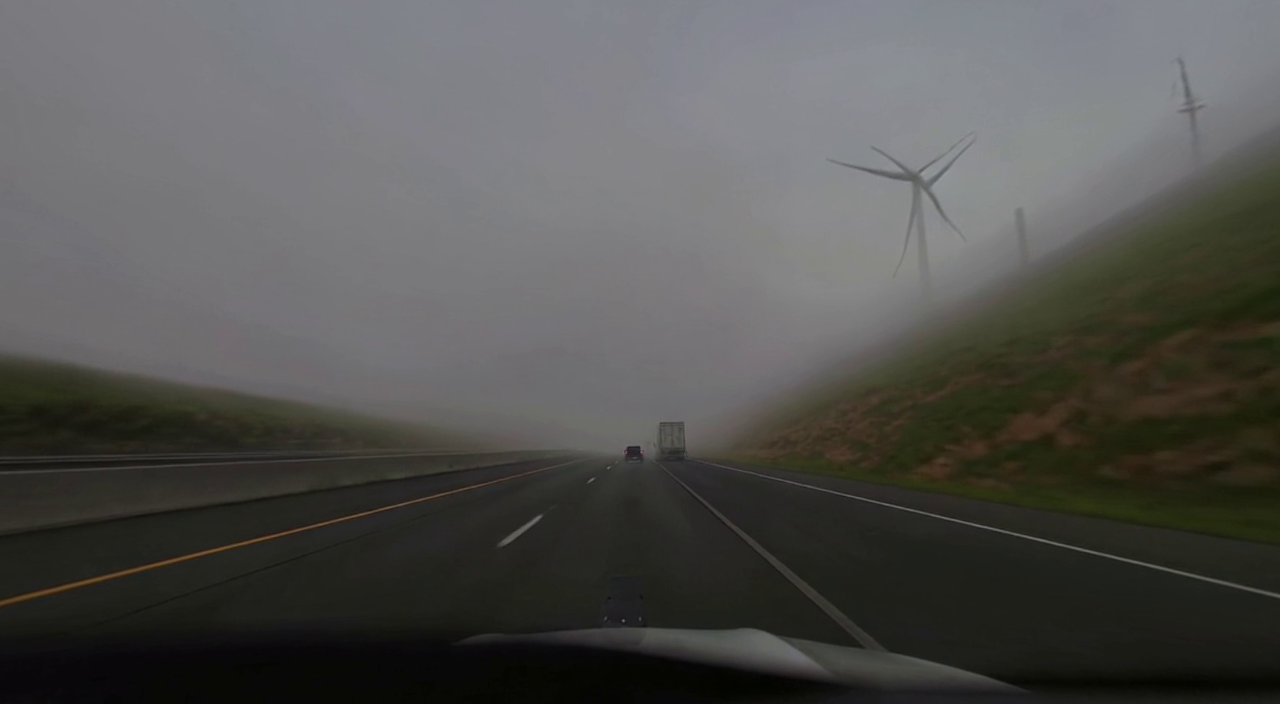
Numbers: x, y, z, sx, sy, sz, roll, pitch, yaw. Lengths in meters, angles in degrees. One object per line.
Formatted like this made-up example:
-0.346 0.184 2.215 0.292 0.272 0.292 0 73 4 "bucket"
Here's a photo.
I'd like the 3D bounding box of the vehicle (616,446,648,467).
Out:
-0.588 7.689 46.436 2.209 1.453 3.695 0 -9 -1 "vehicle"
